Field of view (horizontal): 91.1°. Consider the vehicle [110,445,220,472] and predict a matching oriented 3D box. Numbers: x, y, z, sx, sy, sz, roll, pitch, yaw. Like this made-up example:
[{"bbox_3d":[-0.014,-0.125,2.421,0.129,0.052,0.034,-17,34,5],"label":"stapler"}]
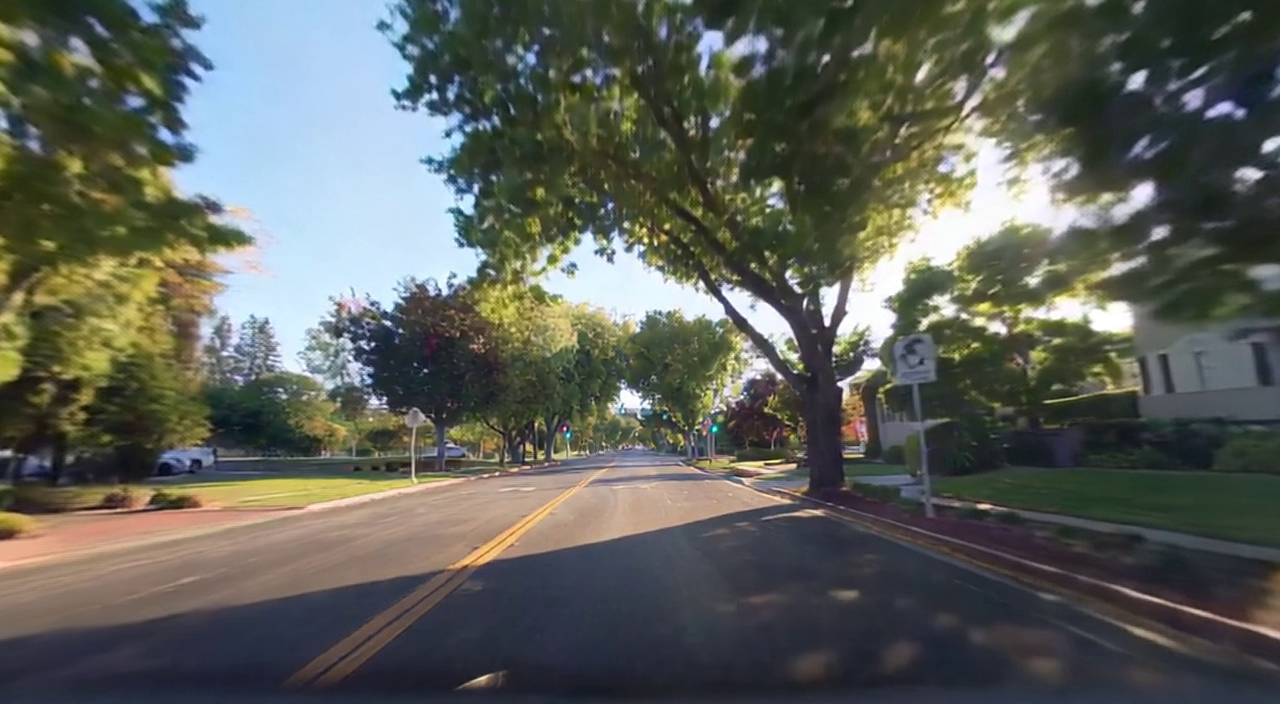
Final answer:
[{"bbox_3d":[-26.666,6.004,35.347,4.577,1.417,2.014,-1,-9,2],"label":"vehicle"}]
